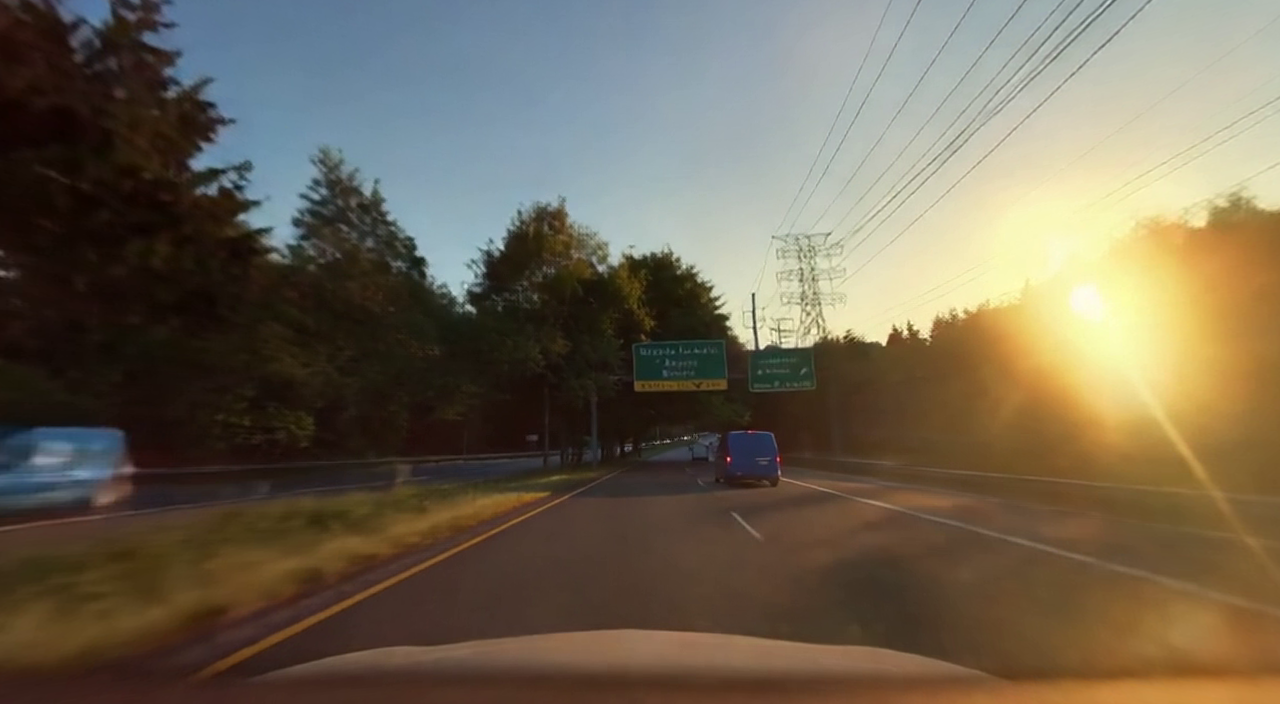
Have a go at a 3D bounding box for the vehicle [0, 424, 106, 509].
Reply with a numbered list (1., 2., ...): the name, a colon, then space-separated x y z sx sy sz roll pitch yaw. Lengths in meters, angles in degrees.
1. vehicle: -17.415 3.032 16.798 2.055 2.164 4.594 0 -9 4

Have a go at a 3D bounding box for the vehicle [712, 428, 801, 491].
1. vehicle: 3.950 3.780 22.370 2.261 1.969 5.104 0 -9 1
